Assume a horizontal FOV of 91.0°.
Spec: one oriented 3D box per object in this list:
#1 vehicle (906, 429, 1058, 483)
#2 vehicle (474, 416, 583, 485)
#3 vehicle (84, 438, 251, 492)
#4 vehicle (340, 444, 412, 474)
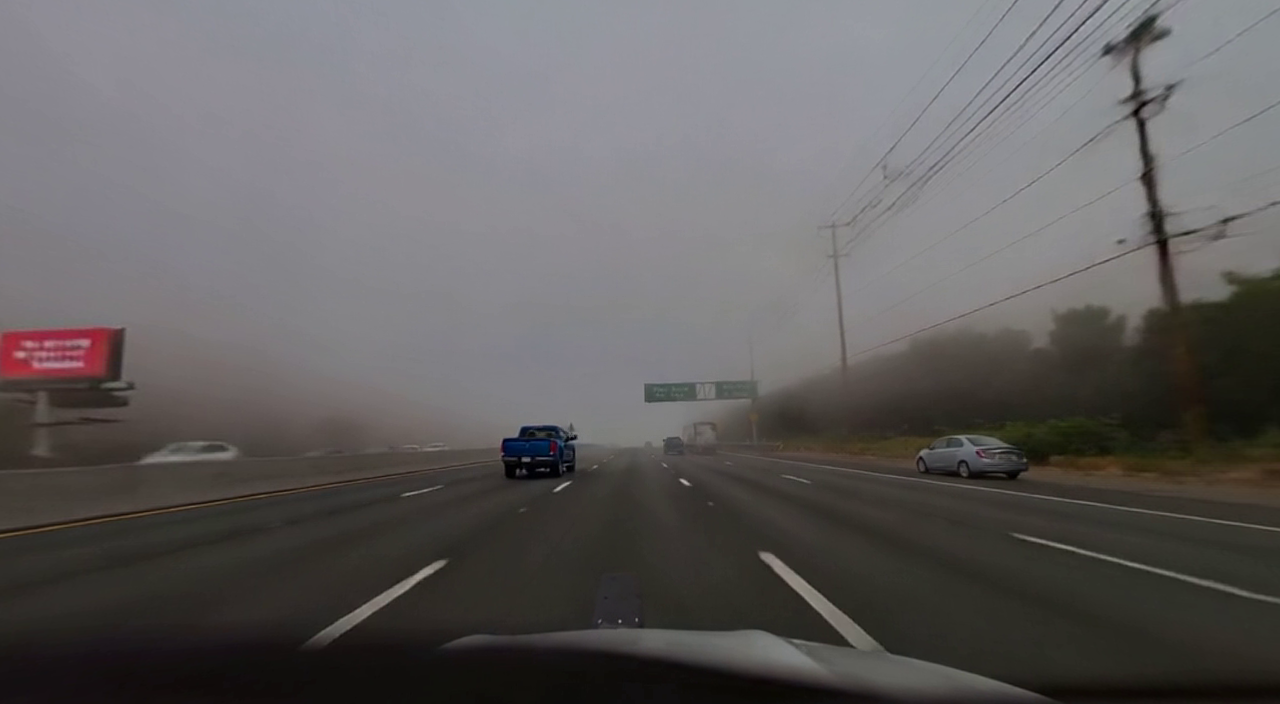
[{"bbox_3d":[10.442,3.213,19.749,2.076,1.470,4.644,0,-8,-1],"label":"vehicle"},{"bbox_3d":[-3.587,3.378,21.780,2.508,2.023,6.176,0,-8,1],"label":"vehicle"},{"bbox_3d":[-18.144,4.326,24.625,2.278,1.824,5.389,0,-8,1],"label":"vehicle"},{"bbox_3d":[-13.919,5.656,33.483,1.839,1.482,4.447,0,-8,1],"label":"vehicle"}]
